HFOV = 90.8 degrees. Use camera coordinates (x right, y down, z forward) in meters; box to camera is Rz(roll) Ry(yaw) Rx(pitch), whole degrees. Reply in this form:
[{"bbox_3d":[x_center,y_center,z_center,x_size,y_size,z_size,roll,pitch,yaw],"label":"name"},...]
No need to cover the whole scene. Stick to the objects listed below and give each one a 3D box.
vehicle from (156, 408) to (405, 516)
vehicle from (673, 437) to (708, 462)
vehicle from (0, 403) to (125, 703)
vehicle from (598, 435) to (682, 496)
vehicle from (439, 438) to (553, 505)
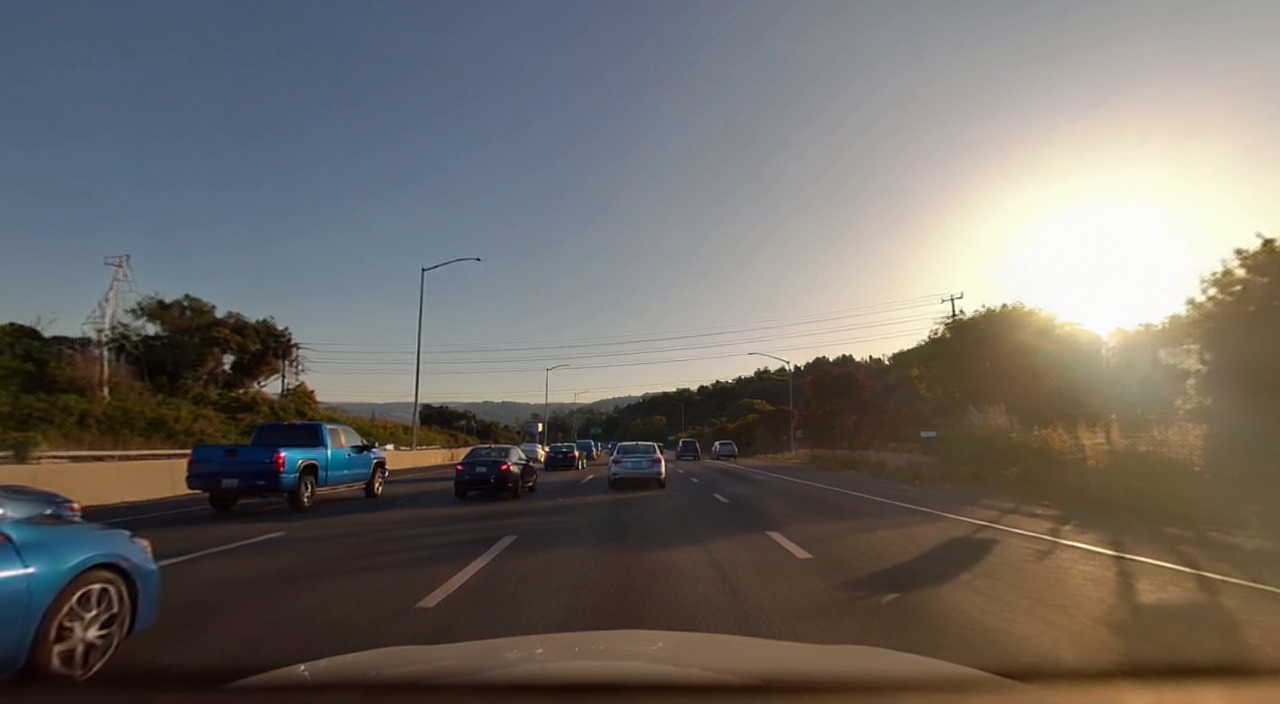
[{"bbox_3d":[-7.523,2.395,14.223,2.194,1.922,5.637,0,-8,1],"label":"vehicle"},{"bbox_3d":[3.765,7.357,47.814,2.113,1.800,5.376,0,-8,-1],"label":"vehicle"},{"bbox_3d":[-3.582,0.702,0.773,1.955,1.481,4.604,0,-8,1],"label":"vehicle"},{"bbox_3d":[-0.023,3.188,18.202,2.102,1.499,4.439,0,-8,-1],"label":"vehicle"},{"bbox_3d":[-3.416,2.895,15.806,1.899,1.437,4.131,0,-8,0],"label":"vehicle"}]
